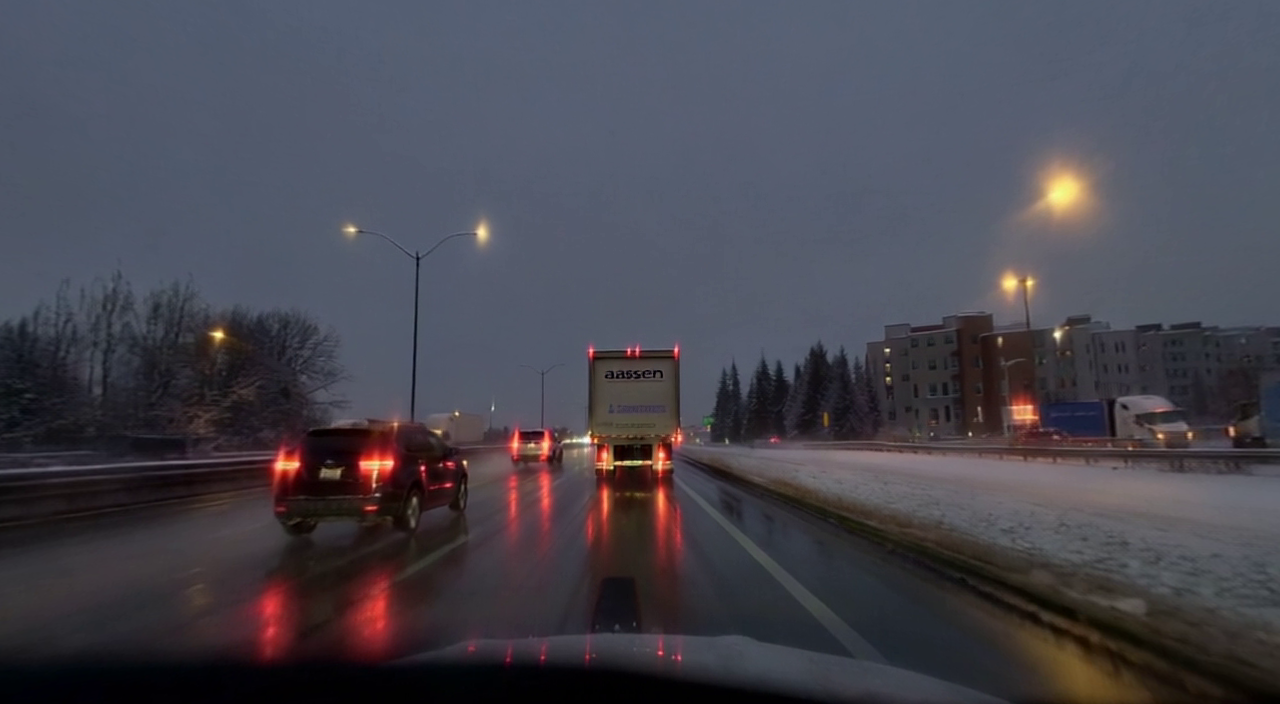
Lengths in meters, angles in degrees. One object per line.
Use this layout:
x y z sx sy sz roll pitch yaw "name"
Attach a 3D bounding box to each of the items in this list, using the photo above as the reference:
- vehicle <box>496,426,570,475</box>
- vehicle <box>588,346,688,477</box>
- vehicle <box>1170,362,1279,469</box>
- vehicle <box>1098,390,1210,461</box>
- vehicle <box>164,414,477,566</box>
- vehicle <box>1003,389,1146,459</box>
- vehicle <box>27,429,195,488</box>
-3.760 3.532 22.785 1.946 1.599 4.073 0 -8 0 "vehicle"
-0.135 2.623 25.694 3.171 4.204 11.036 0 -8 -1 "vehicle"
19.380 1.871 18.443 2.443 3.006 5.844 0 -8 1 "vehicle"
19.556 2.830 24.084 1.658 2.523 2.851 0 -8 -2 "vehicle"
-3.777 1.682 8.538 1.964 1.507 4.361 0 -8 0 "vehicle"
18.937 3.240 27.839 2.432 2.753 5.388 0 -8 1 "vehicle"
-19.445 3.958 23.494 2.071 1.937 4.709 0 -9 1 "vehicle"
